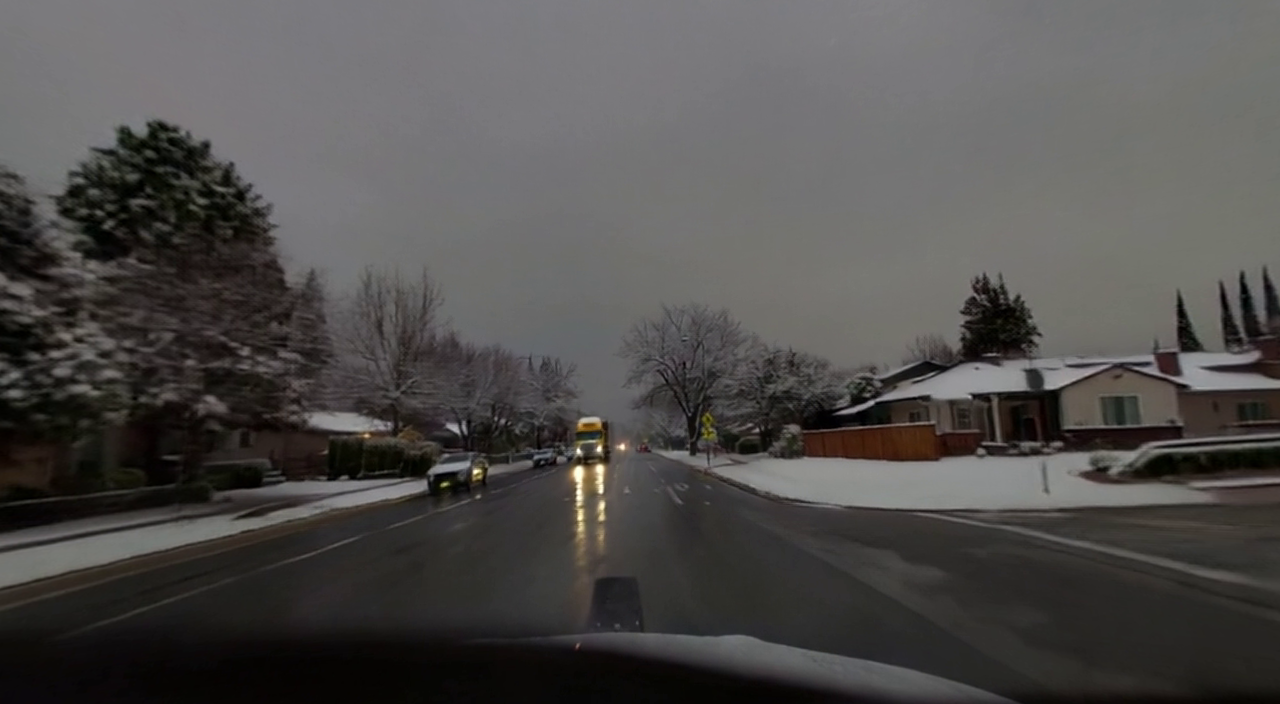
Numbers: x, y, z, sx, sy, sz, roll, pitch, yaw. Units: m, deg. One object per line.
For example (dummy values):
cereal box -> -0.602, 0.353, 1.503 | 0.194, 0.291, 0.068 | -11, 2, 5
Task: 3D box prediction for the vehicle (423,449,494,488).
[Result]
vehicle -> -8.906, 5.741, 31.498 | 2.119, 1.775, 4.643 | 0, -9, 0
